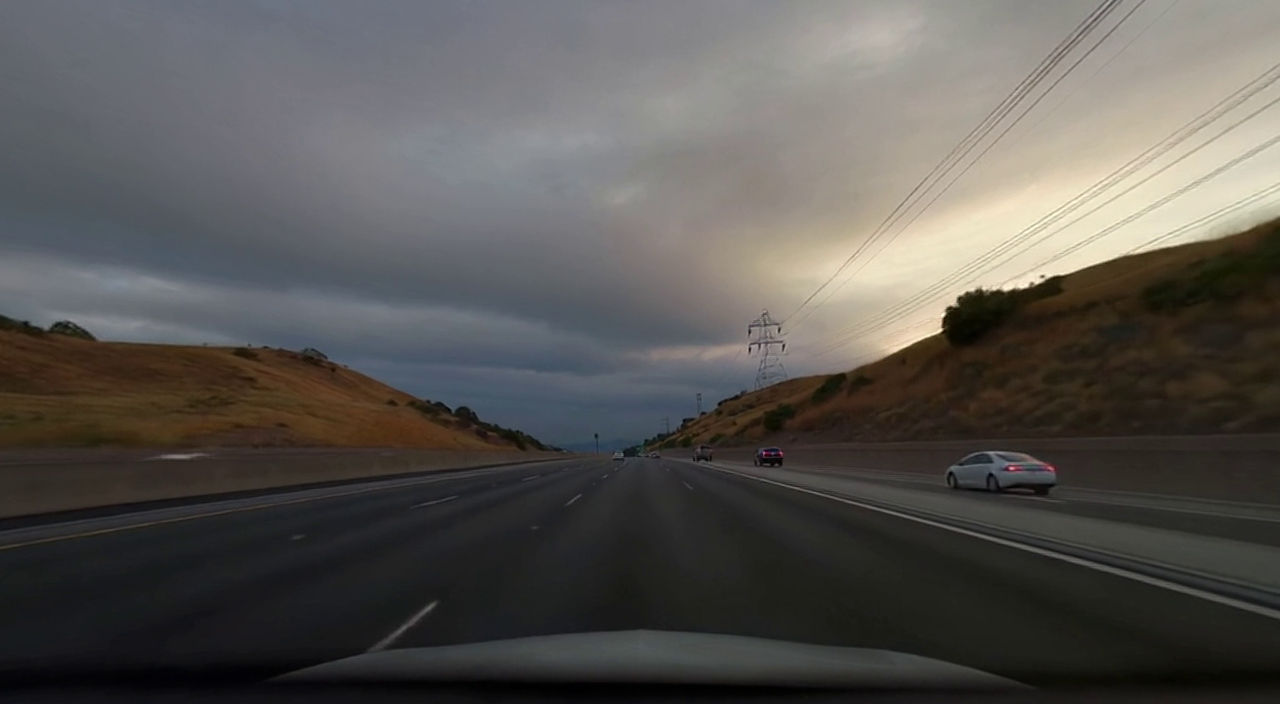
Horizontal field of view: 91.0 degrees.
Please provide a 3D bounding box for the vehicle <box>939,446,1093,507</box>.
[{"bbox_3d":[10.223,3.373,17.514,1.884,1.486,3.770,0,-8,-1],"label":"vehicle"}]

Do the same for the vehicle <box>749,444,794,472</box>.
[{"bbox_3d":[9.135,7.373,44.072,2.108,1.870,4.435,0,-8,-1],"label":"vehicle"}]
